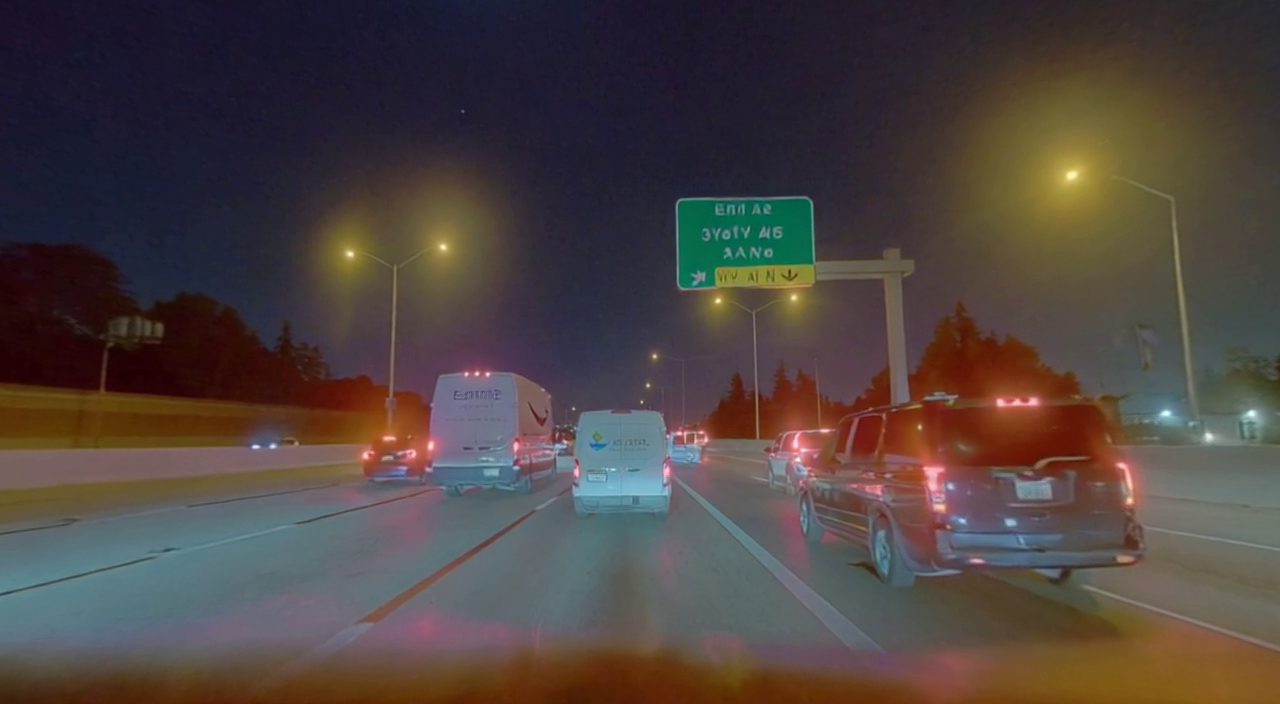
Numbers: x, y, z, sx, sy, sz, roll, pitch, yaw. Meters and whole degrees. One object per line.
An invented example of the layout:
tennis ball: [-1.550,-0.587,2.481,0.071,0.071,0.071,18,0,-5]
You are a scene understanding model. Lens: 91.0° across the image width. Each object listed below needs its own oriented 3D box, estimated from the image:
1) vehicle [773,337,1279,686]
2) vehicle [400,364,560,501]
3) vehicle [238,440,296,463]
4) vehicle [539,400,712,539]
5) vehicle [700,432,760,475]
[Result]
vehicle: [3.057,1.238,6.061,2.341,1.890,5.144,1,-9,-1]
vehicle: [-3.722,2.152,16.403,2.415,2.821,6.636,0,-9,0]
vehicle: [-26.259,6.988,44.492,1.684,1.517,3.805,0,-9,0]
vehicle: [-0.182,1.887,10.629,2.287,1.823,4.369,0,-8,0]
vehicle: [3.926,4.512,28.196,2.064,1.720,4.416,0,-8,0]
